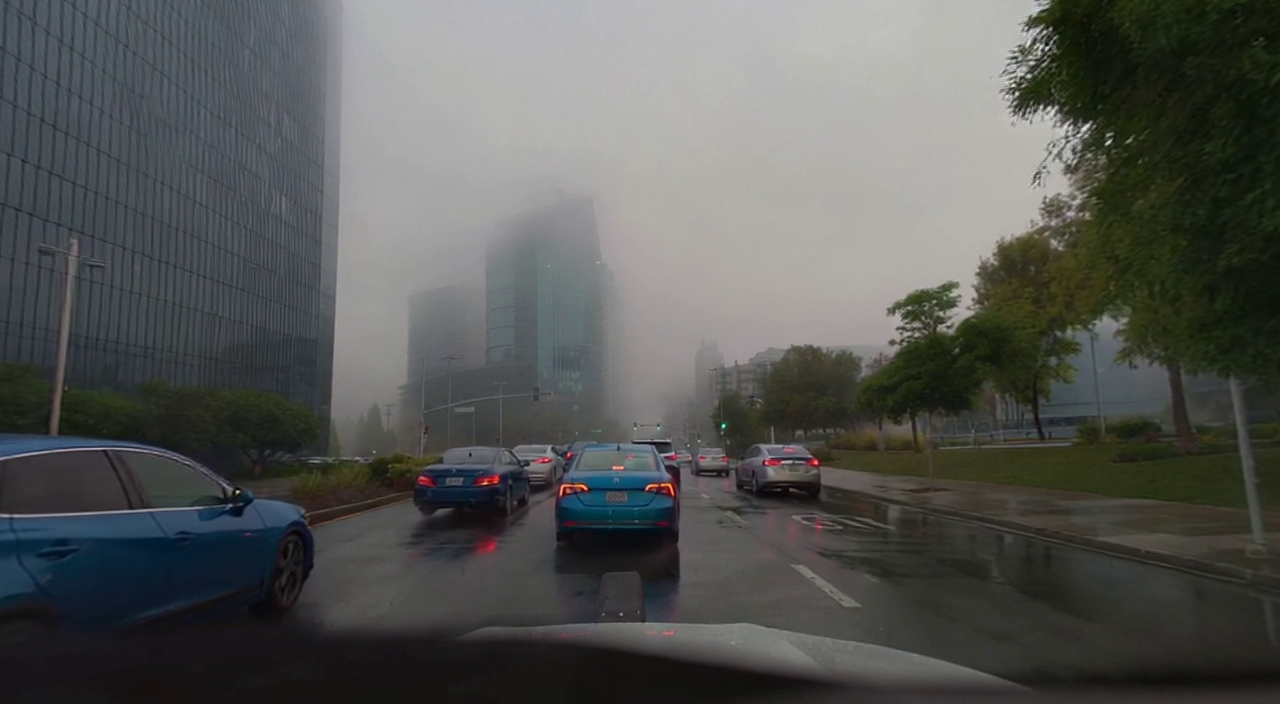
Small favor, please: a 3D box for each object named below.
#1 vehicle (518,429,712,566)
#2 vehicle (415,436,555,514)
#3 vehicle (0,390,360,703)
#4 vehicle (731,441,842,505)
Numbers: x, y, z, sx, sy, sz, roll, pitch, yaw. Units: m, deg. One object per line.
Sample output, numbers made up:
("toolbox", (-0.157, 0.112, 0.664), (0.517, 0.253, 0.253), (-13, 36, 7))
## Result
("vehicle", (-0.231, 1.964, 9.303), (2.174, 1.509, 4.374), (0, -9, 1))
("vehicle", (-3.346, 2.752, 14.634), (2.044, 1.508, 4.479), (0, -9, 1))
("vehicle", (-3.564, 1.098, 3.735), (1.933, 1.520, 4.195), (0, -9, -1))
("vehicle", (3.841, 3.225, 17.271), (1.940, 1.514, 4.187), (0, -9, -1))
